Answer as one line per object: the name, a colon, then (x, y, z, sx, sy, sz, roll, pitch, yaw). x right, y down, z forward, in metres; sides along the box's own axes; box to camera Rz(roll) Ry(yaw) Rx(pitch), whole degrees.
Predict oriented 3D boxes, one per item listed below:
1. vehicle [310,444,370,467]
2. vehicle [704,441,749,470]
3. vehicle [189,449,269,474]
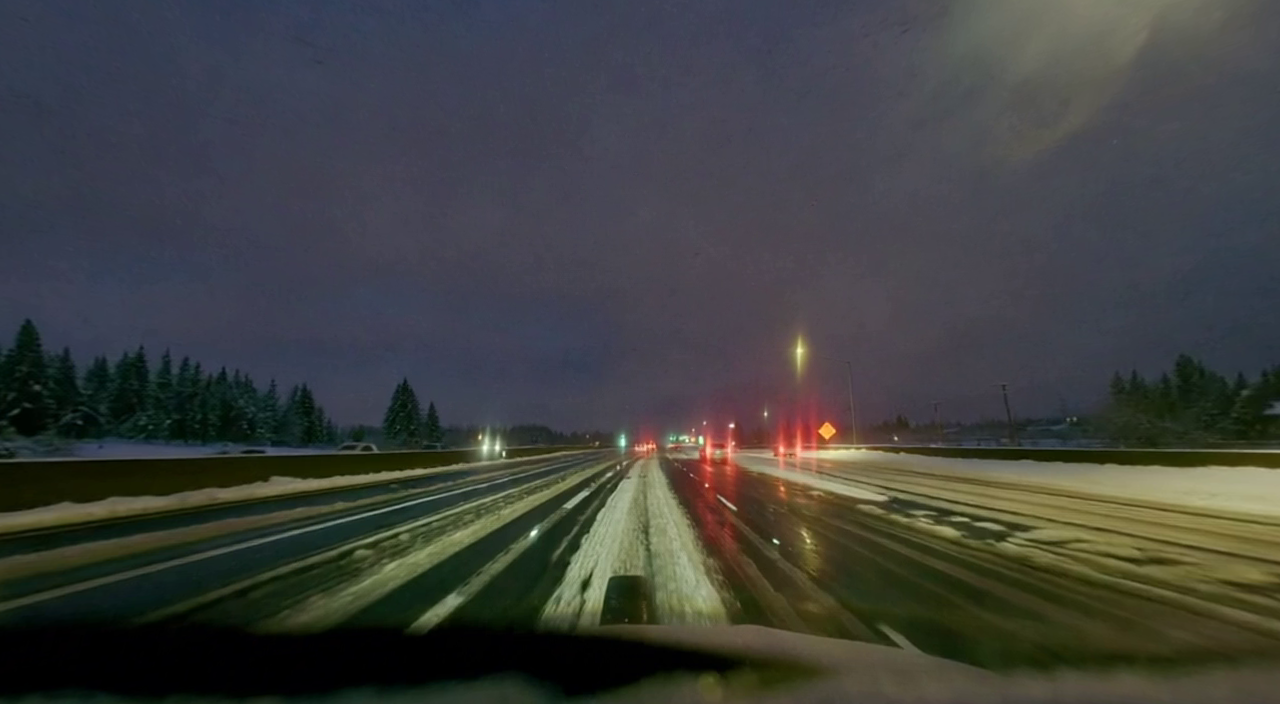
vehicle: (-20.886, 7.189, 44.101, 1.849, 1.496, 4.578, 0, -8, 1)
vehicle: (4.790, 5.788, 35.481, 1.912, 1.478, 4.125, 0, -8, 0)
vehicle: (-25.518, 6.806, 39.329, 1.912, 1.445, 4.440, 0, -8, 1)
